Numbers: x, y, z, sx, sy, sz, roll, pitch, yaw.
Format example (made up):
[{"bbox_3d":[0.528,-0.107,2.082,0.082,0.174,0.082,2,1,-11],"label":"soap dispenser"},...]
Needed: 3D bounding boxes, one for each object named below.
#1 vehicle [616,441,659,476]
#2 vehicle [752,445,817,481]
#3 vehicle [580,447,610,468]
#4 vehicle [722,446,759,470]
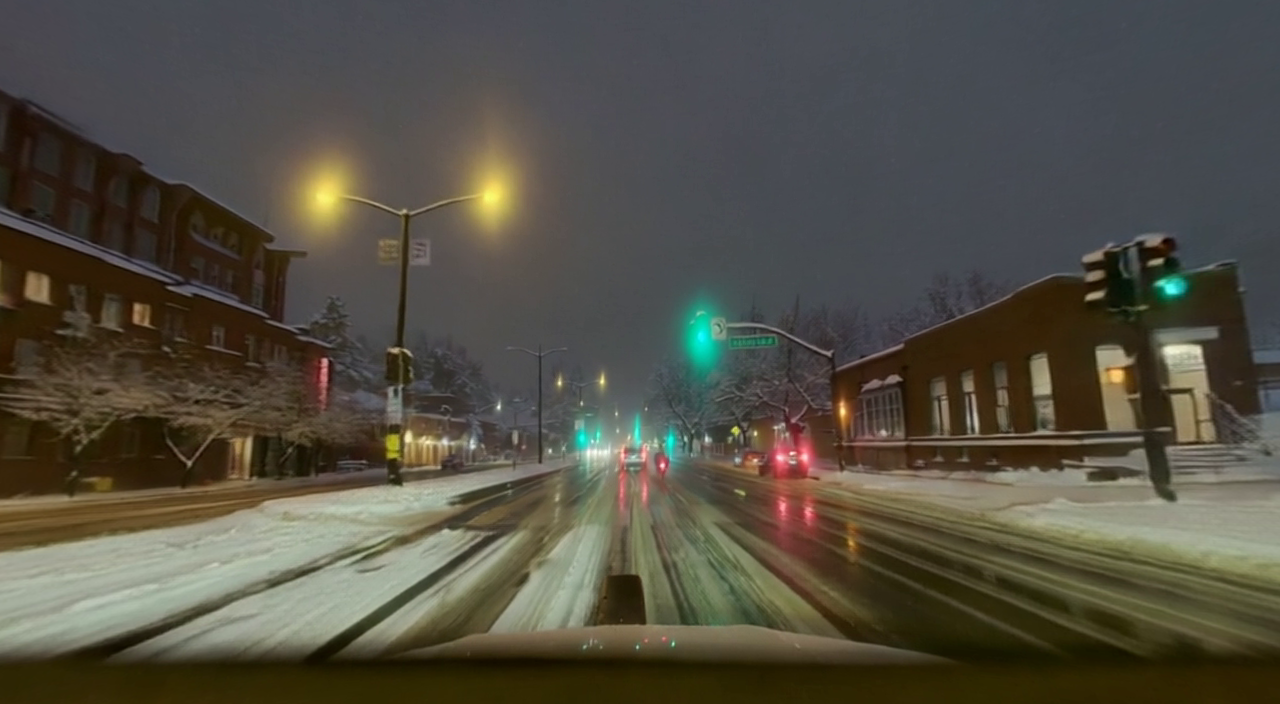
[{"bbox_3d":[-0.188,5.785,34.734,2.223,1.775,4.250,0,-8,-2],"label":"vehicle"},{"bbox_3d":[6.780,5.234,30.153,2.069,1.590,4.066,0,-8,-1],"label":"vehicle"},{"bbox_3d":[-3.435,8.099,48.589,2.014,1.470,4.552,0,-8,-1],"label":"vehicle"},{"bbox_3d":[6.878,7.257,43.471,1.785,1.586,3.896,0,-8,-2],"label":"vehicle"}]
